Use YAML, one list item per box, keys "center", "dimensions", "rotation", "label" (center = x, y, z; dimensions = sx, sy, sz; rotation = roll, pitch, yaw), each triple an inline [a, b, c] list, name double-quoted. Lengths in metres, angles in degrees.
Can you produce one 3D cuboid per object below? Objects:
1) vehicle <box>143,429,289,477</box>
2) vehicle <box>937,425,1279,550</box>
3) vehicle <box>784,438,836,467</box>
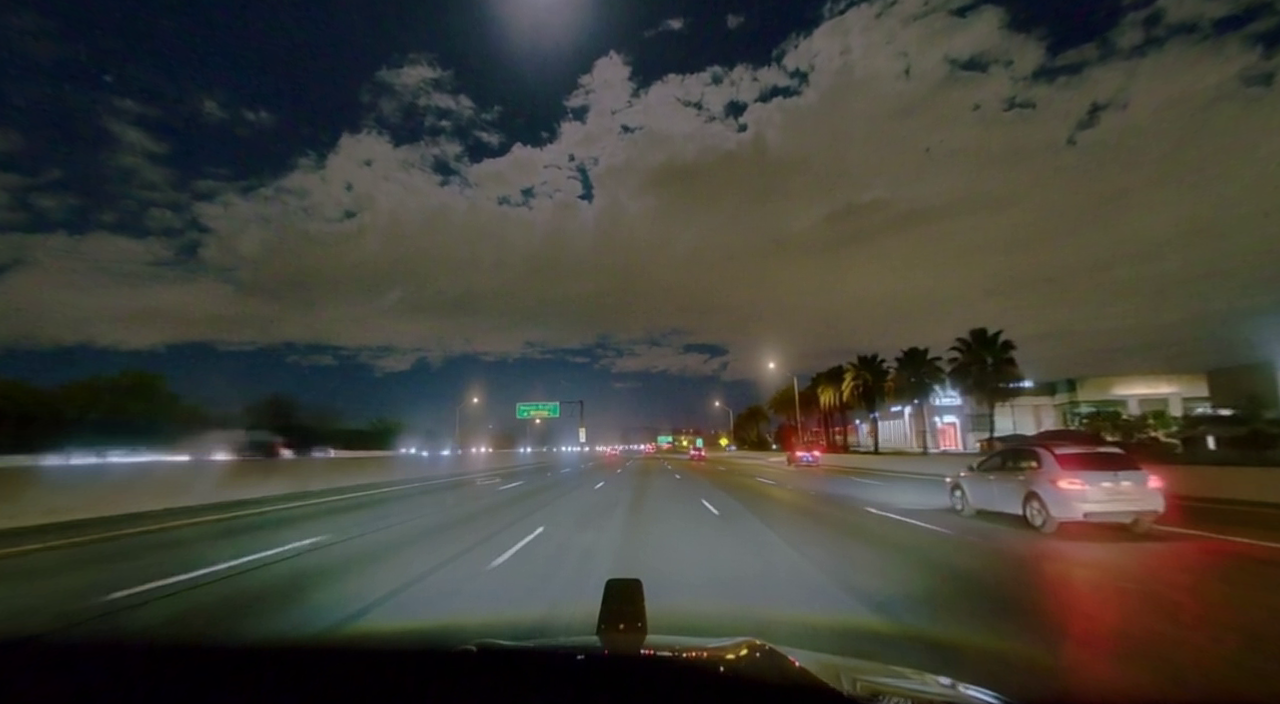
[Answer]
- center: [-18.566, 4.484, 28.130]
  dimensions: [2.259, 1.871, 6.046]
  rotation: [0, -8, 1]
  label: "vehicle"
- center: [7.039, 2.053, 10.322]
  dimensions: [2.071, 1.543, 4.702]
  rotation: [0, -8, 0]
  label: "vehicle"
- center: [11.599, 6.872, 43.283]
  dimensions: [2.168, 1.861, 4.678]
  rotation: [0, -8, -1]
  label: "vehicle"
